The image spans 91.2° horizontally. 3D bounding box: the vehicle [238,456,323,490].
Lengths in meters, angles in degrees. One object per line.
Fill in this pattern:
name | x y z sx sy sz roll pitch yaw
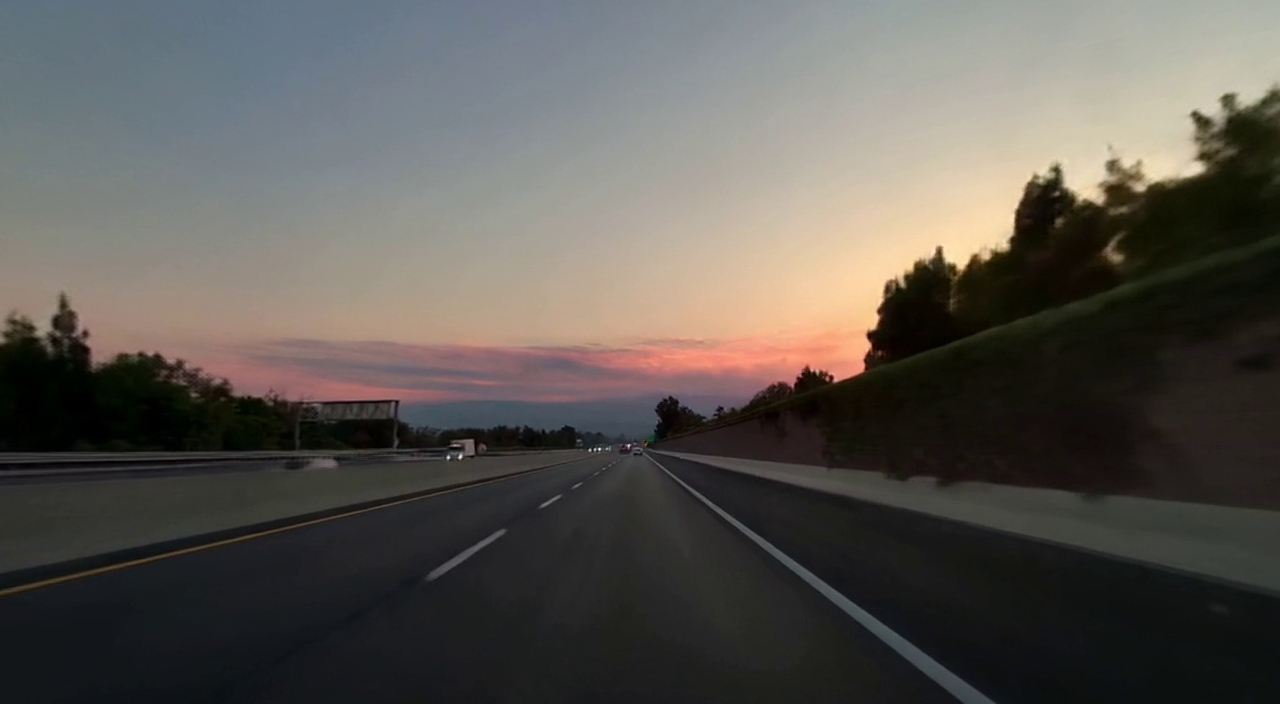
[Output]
vehicle | -17.380 5.844 30.520 1.779 1.498 3.922 0 -9 0
